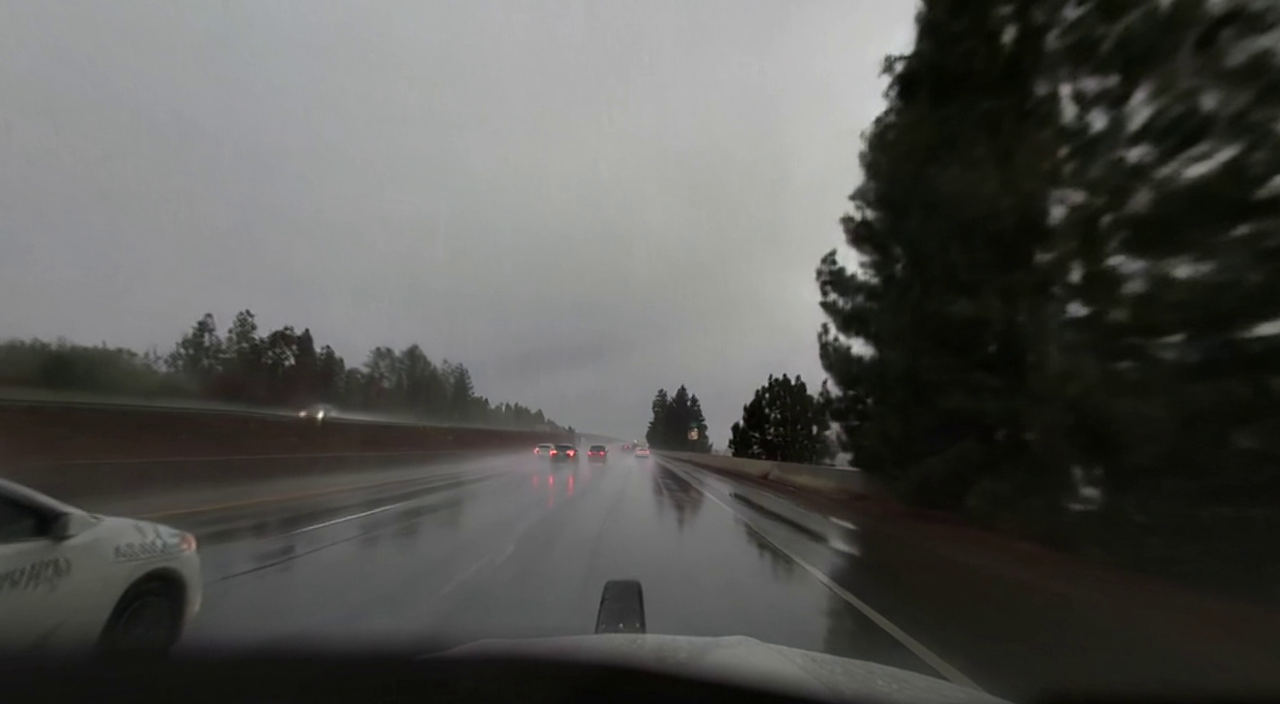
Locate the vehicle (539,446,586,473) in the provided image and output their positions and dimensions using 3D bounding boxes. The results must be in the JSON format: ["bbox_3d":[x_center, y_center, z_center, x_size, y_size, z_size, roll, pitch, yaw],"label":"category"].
[{"bbox_3d":[-4.319,6.112,35.936,2.120,1.458,4.031,0,-9,1],"label":"vehicle"}]

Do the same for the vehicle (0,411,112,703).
[{"bbox_3d":[-3.770,0.740,1.001,1.965,1.485,4.460,0,-9,0],"label":"vehicle"}]
